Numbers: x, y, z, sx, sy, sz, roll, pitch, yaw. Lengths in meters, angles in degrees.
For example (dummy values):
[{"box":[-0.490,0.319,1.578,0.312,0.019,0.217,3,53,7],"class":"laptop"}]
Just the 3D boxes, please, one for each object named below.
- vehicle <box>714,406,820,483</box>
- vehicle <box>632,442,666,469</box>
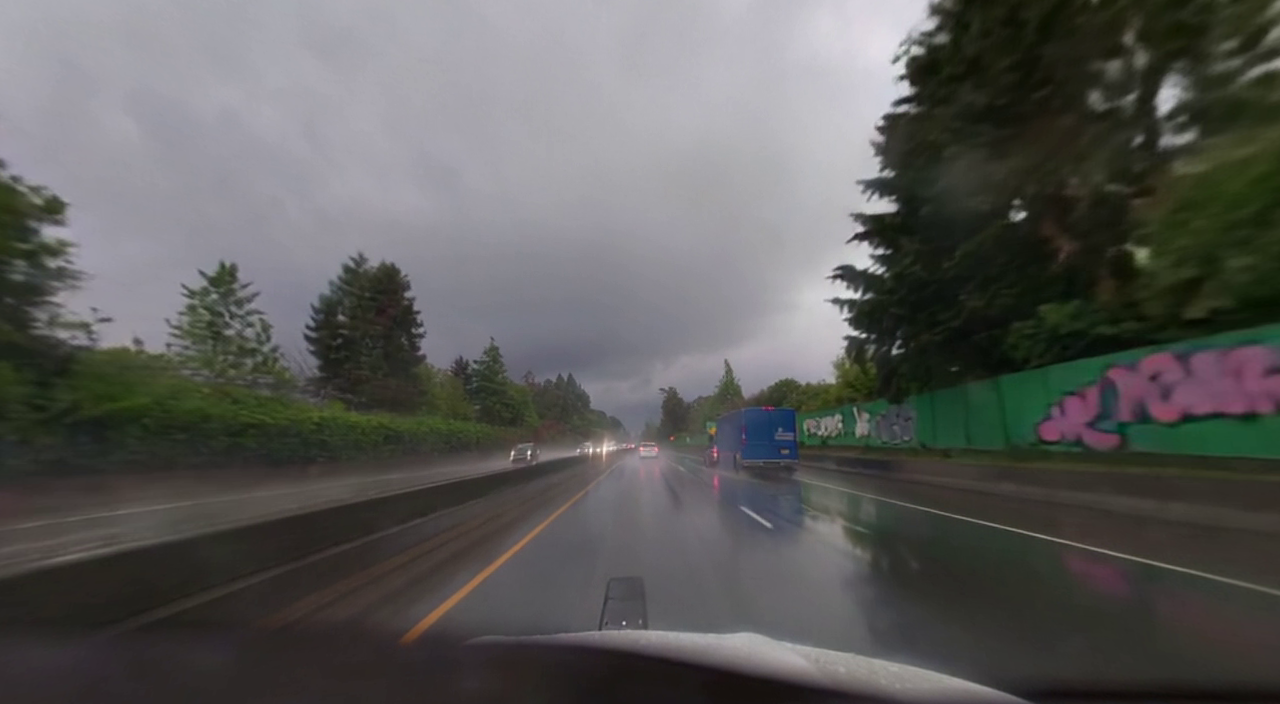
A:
[{"box":[4.837,3.737,25.487,2.712,2.659,6.992,0,-8,-1],"class":"vehicle"},{"box":[0.530,6.418,39.325,2.030,1.572,4.067,0,-8,0],"class":"vehicle"}]
